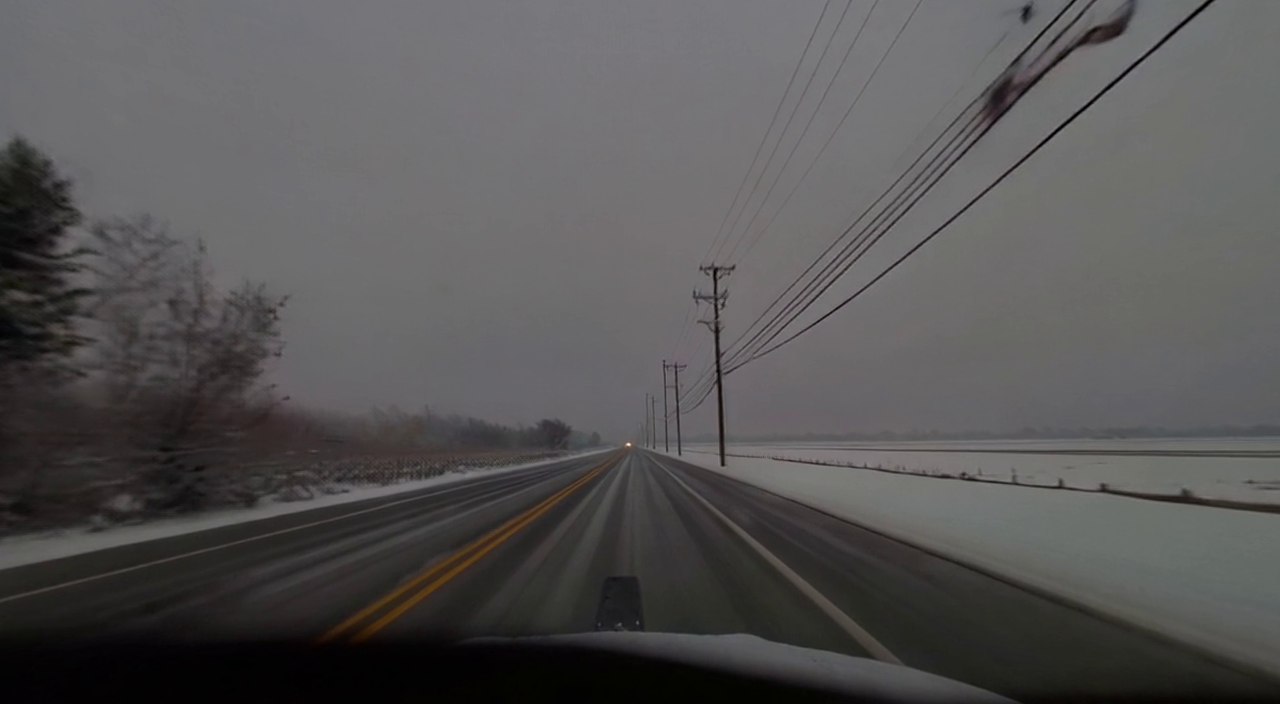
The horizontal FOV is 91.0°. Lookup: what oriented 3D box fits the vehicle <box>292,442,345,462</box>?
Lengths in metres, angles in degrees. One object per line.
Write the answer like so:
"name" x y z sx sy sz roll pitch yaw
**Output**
"vehicle" -24.880 7.748 48.894 1.795 1.512 4.459 0 -9 -1
